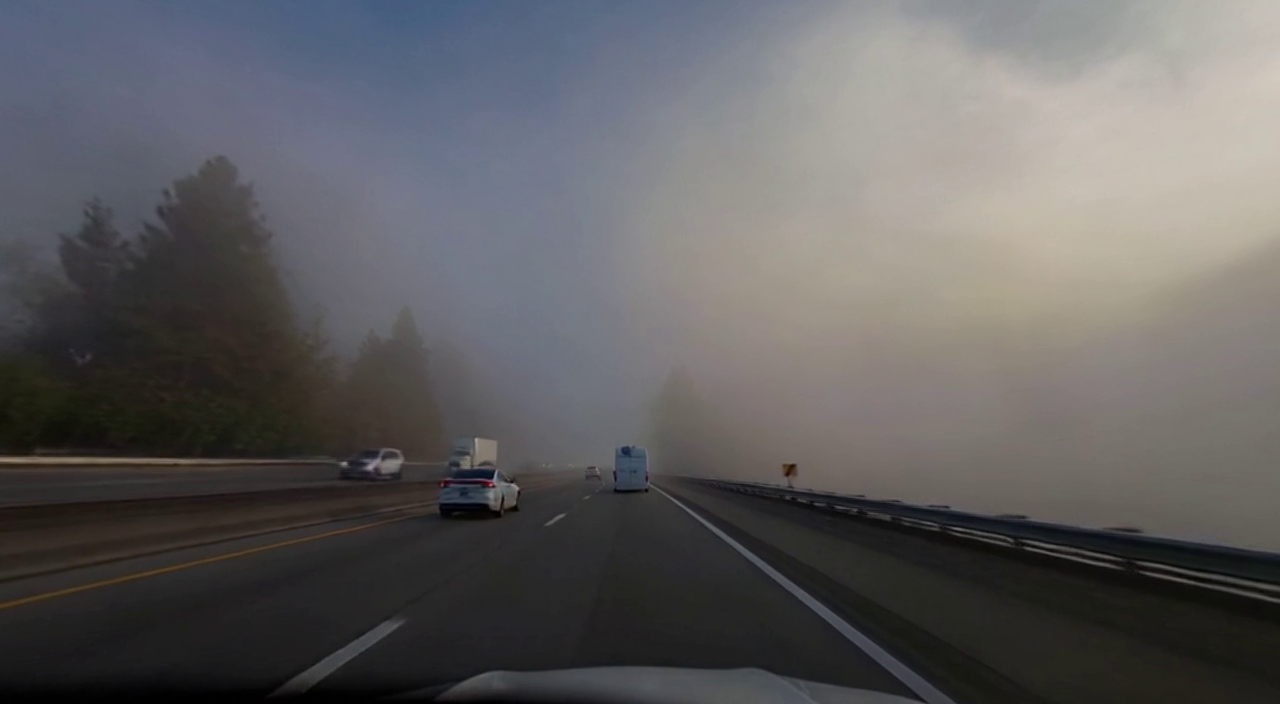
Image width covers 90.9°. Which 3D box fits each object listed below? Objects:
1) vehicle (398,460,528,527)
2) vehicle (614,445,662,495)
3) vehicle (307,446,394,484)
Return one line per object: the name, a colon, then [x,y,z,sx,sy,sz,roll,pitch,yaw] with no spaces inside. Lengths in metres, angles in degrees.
vehicle: [-4.511,3.704,16.933,2.128,1.491,4.508,1,-11,1]
vehicle: [-0.164,6.687,35.843,2.482,2.549,5.447,1,-11,-1]
vehicle: [-13.616,5.375,29.974,1.982,1.609,4.537,1,-11,-1]
